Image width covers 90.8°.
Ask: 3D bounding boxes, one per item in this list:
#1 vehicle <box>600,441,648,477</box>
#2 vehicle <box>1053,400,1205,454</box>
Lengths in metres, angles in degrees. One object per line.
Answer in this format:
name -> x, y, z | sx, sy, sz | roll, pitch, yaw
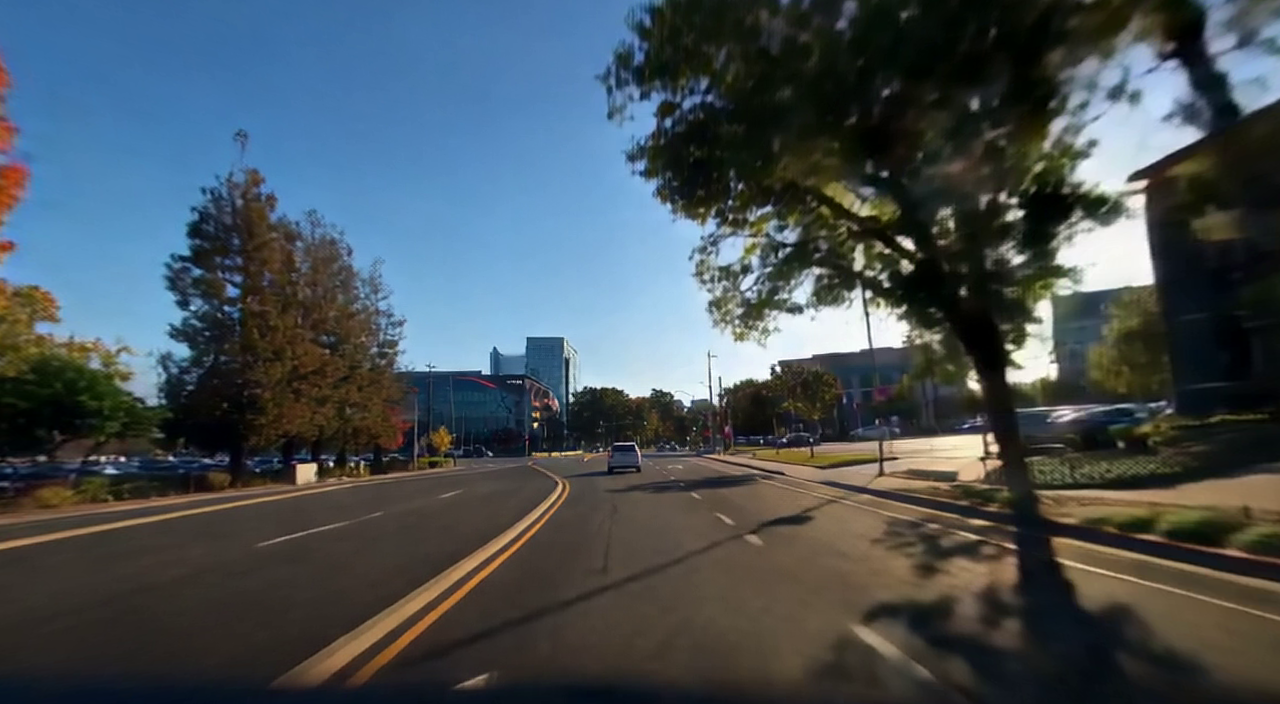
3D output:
vehicle -> -0.793, 5.208, 30.926 | 2.181, 1.639, 4.127 | 0, -9, -2
vehicle -> 16.943, 2.603, 22.023 | 3.864, 1.527, 1.674 | -4, -7, -3
